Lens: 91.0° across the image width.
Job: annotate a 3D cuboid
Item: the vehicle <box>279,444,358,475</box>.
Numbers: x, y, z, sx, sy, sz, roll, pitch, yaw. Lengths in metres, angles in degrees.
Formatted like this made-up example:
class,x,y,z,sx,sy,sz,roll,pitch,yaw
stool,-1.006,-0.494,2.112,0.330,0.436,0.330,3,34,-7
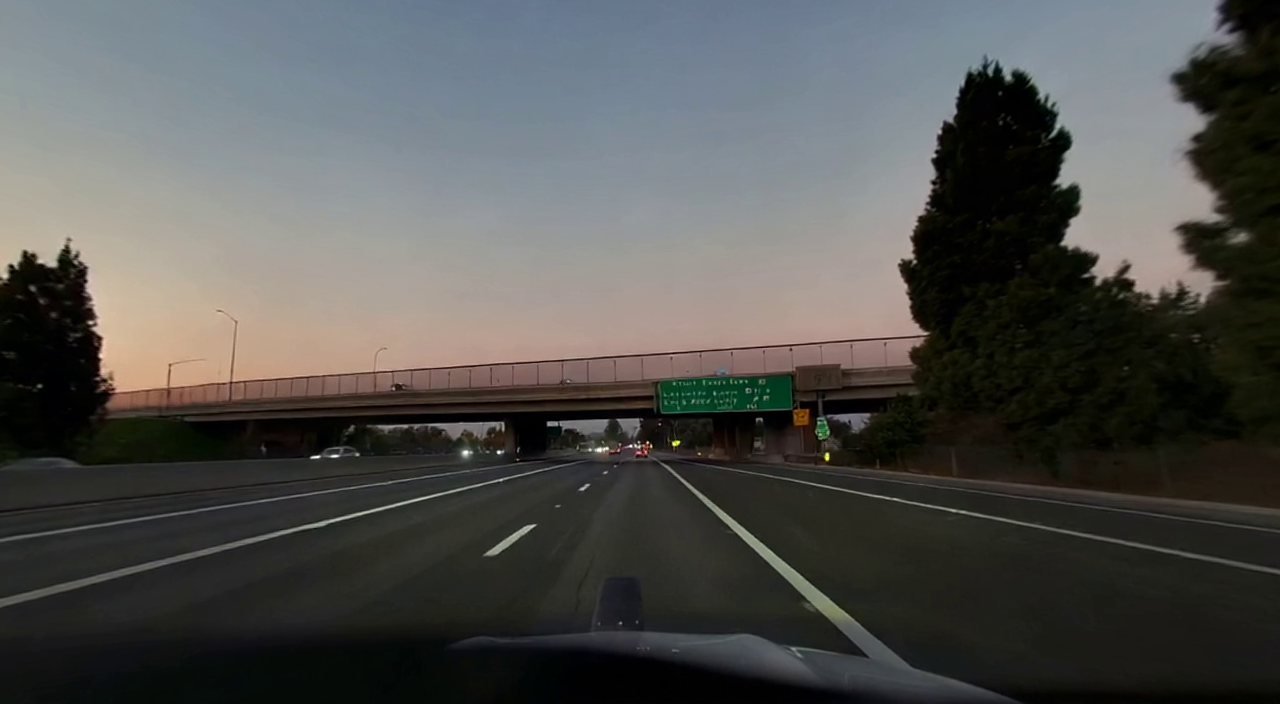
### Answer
class,x,y,z,sx,sy,sz,roll,pitch,yaw
vehicle,-21.784,7.295,43.016,2.247,1.915,5.749,0,-9,1
